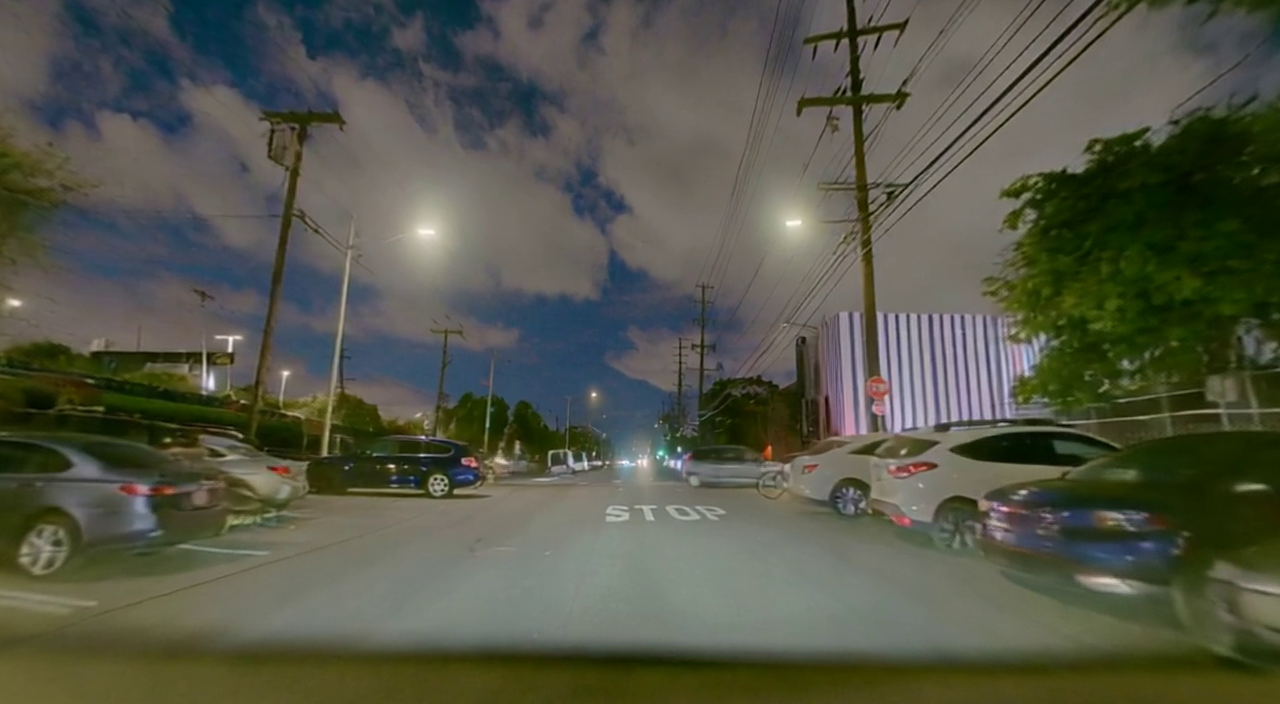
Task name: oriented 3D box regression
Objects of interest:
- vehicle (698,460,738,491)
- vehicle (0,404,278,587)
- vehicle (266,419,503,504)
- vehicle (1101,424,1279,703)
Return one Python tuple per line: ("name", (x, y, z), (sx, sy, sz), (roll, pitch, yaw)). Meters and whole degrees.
("vehicle", (5.081, 8.100, 41.754), (2.007, 1.804, 4.136), (0, -8, -2))
("vehicle", (-6.683, 1.507, 7.033), (4.082, 1.723, 1.896), (0, -8, 0))
("vehicle", (-6.294, 2.762, 16.071), (5.025, 1.648, 2.055), (4, -9, 0))
("vehicle", (4.672, 0.999, 2.362), (4.318, 1.459, 1.971), (0, -8, 0))
